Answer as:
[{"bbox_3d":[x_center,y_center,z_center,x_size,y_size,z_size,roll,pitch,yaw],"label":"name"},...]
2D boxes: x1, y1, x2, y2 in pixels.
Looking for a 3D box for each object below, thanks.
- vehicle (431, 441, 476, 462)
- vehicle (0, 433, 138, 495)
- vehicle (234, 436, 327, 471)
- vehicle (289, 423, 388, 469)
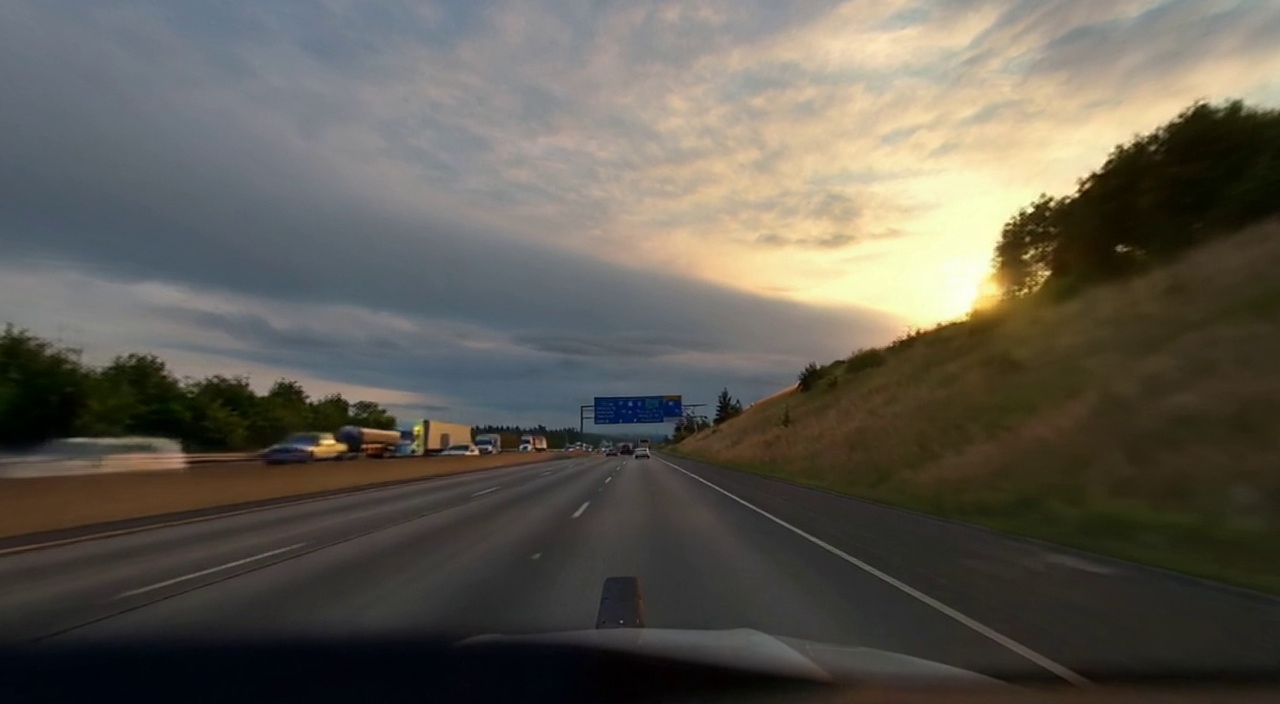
[{"bbox_3d":[-14.636,7.830,49.774,2.066,1.592,4.822,0,-9,0],"label":"vehicle"},{"bbox_3d":[-16.377,3.003,17.151,1.918,1.483,4.211,0,-9,1],"label":"vehicle"},{"bbox_3d":[-18.680,5.317,33.063,2.040,1.677,4.753,0,-9,0],"label":"vehicle"},{"bbox_3d":[-18.748,5.938,39.838,2.622,2.633,6.982,0,-9,1],"label":"vehicle"}]
